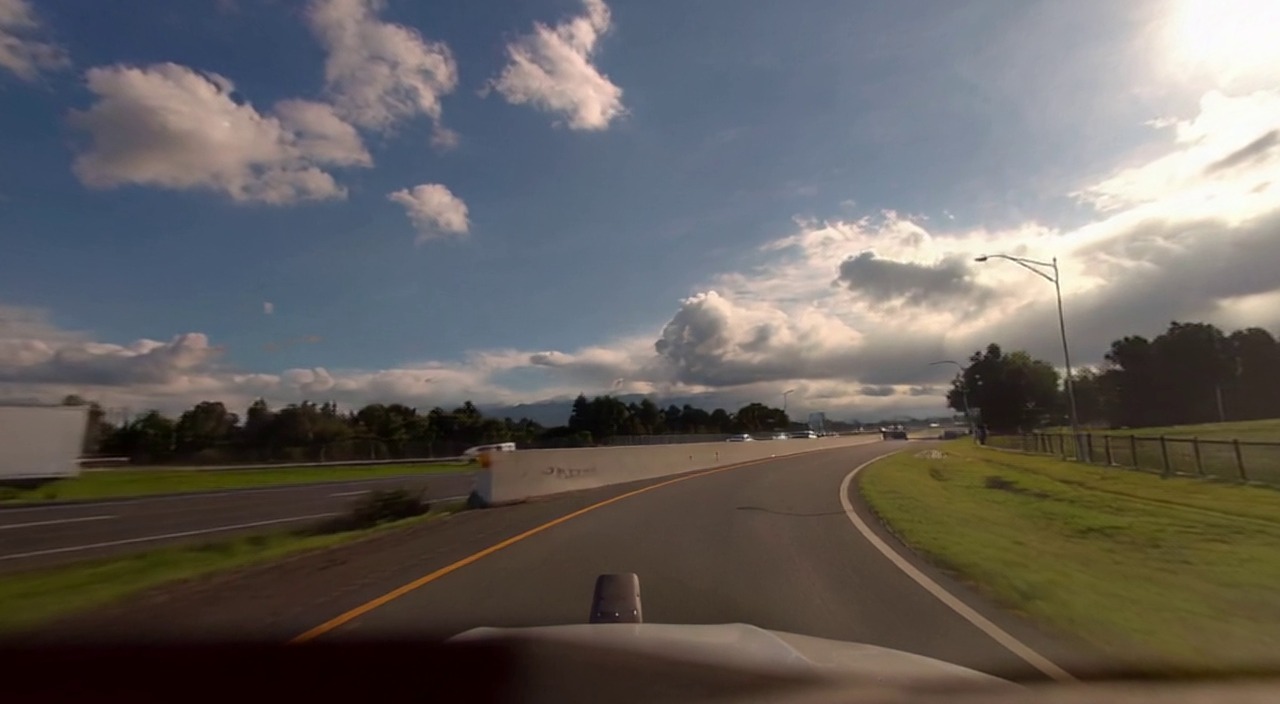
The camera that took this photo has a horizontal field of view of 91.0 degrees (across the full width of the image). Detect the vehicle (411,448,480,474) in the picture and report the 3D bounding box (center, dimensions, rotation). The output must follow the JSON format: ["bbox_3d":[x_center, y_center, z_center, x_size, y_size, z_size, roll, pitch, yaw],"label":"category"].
[{"bbox_3d":[-11.364,6.361,36.940,1.655,1.352,3.591,-6,-10,31],"label":"vehicle"}]

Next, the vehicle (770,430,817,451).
[{"bbox_3d":[12.123,6.970,49.556,2.135,1.579,4.843,-6,-10,31],"label":"vehicle"}]

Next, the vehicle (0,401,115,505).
[{"bbox_3d":[-26.748,3.366,20.560,2.888,3.781,14.258,-6,-10,32],"label":"vehicle"}]

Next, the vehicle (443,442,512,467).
[{"bbox_3d":[-11.462,7.246,44.696,1.993,1.677,4.668,-6,-10,31],"label":"vehicle"}]
